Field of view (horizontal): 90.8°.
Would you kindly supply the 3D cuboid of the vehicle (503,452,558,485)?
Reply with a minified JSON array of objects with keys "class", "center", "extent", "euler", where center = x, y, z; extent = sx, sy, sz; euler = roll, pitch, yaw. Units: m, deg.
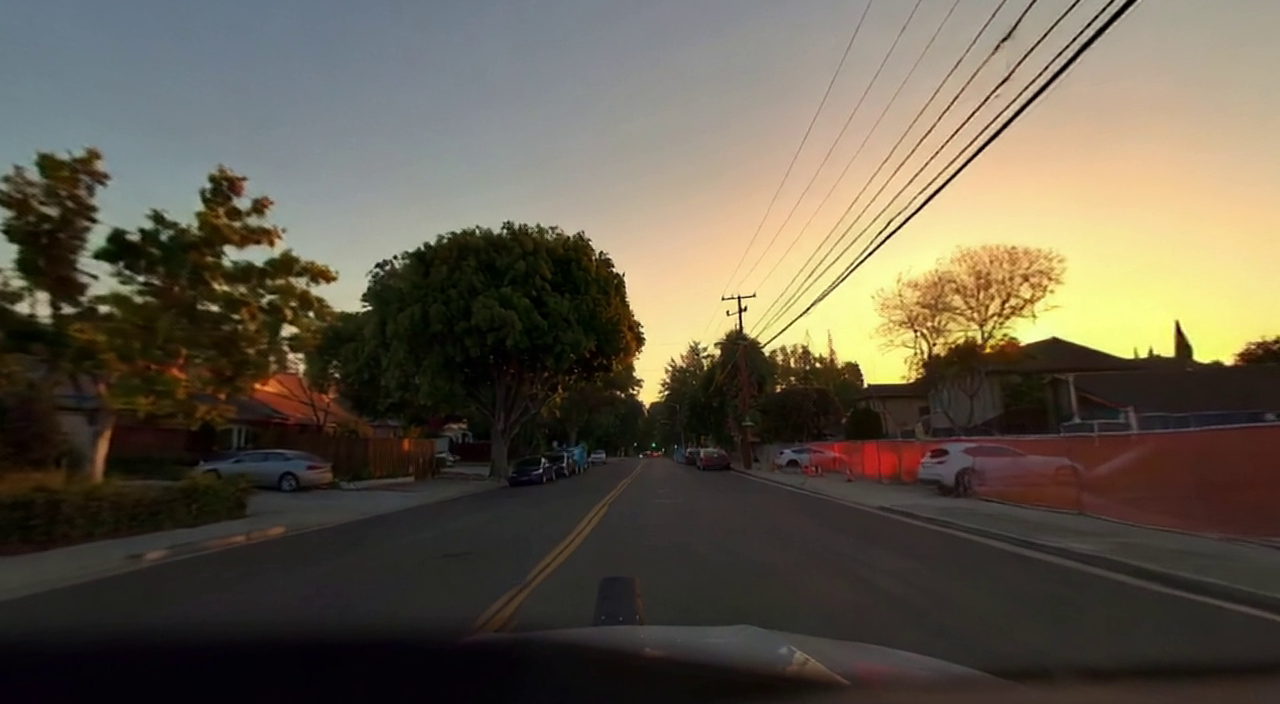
[{"class":"vehicle","center":[-5.802,6.218,33.953],"extent":[1.771,1.512,4.281],"euler":[4,-9,5]}]

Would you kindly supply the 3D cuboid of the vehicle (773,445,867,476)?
[{"class":"vehicle","center":[10.683,6.447,37.719],"extent":[4.920,1.759,1.998],"euler":[0,-10,-2]}]

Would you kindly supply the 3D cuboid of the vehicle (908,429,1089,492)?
[{"class":"vehicle","center":[11.198,3.437,20.033],"extent":[4.399,1.884,2.071],"euler":[0,-10,-1]}]

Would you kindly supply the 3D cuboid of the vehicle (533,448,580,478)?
[{"class":"vehicle","center":[-5.362,7.286,41.245],"extent":[2.158,1.837,4.659],"euler":[-1,-11,3]}]

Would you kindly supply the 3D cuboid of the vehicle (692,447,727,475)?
[{"class":"vehicle","center":[4.893,7.758,44.935],"extent":[2.134,1.863,4.455],"euler":[0,-9,2]}]

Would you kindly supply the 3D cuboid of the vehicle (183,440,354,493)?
[{"class":"vehicle","center":[-13.097,4.060,22.516],"extent":[4.752,1.734,1.998],"euler":[0,-10,1]}]
